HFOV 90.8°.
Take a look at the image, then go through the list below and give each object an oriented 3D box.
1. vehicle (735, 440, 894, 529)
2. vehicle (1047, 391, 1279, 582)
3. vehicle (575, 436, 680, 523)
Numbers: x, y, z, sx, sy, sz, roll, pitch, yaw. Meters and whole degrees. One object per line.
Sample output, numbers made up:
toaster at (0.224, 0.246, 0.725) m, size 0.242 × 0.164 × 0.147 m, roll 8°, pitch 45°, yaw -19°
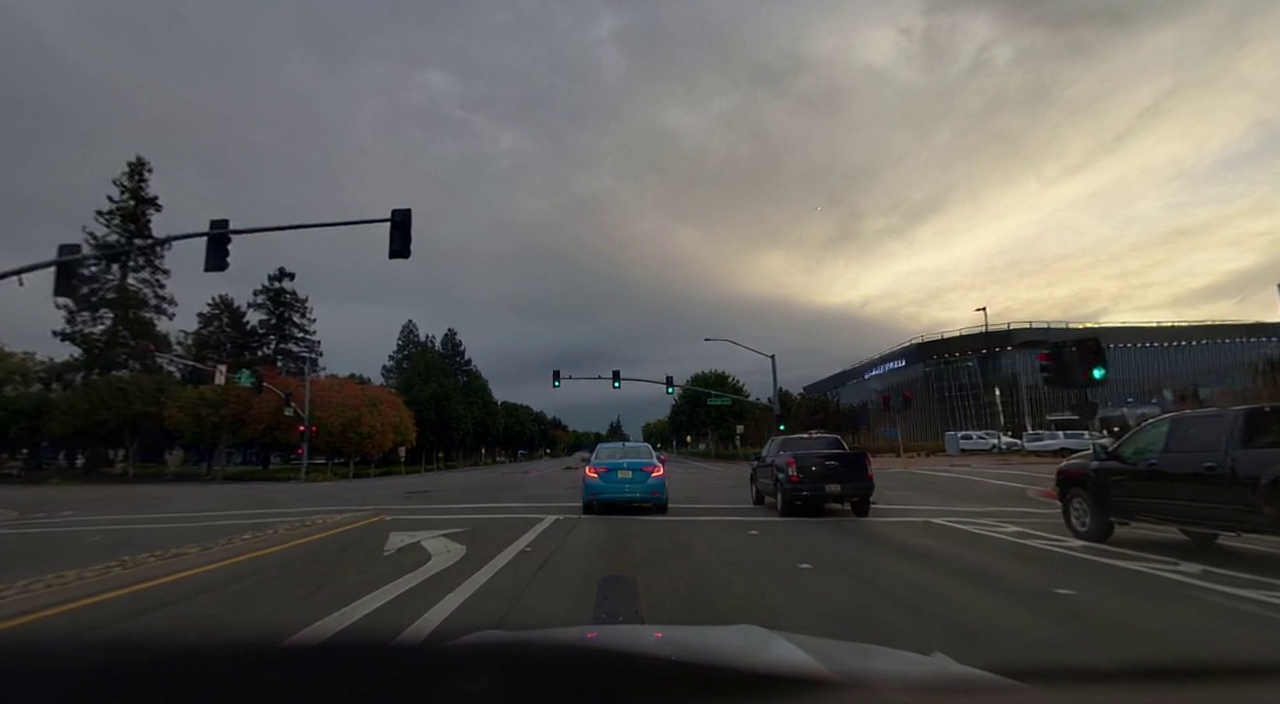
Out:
vehicle at (3.454, 2.697, 13.575) m, size 1.955 × 1.550 × 4.587 m, roll 0°, pitch -8°, yaw -2°
vehicle at (7.597, 1.456, 7.041) m, size 2.240 × 1.923 × 5.678 m, roll 0°, pitch -8°, yaw -1°
vehicle at (-0.280, 2.749, 14.161) m, size 2.037 × 1.674 × 3.693 m, roll 0°, pitch -8°, yaw -1°
